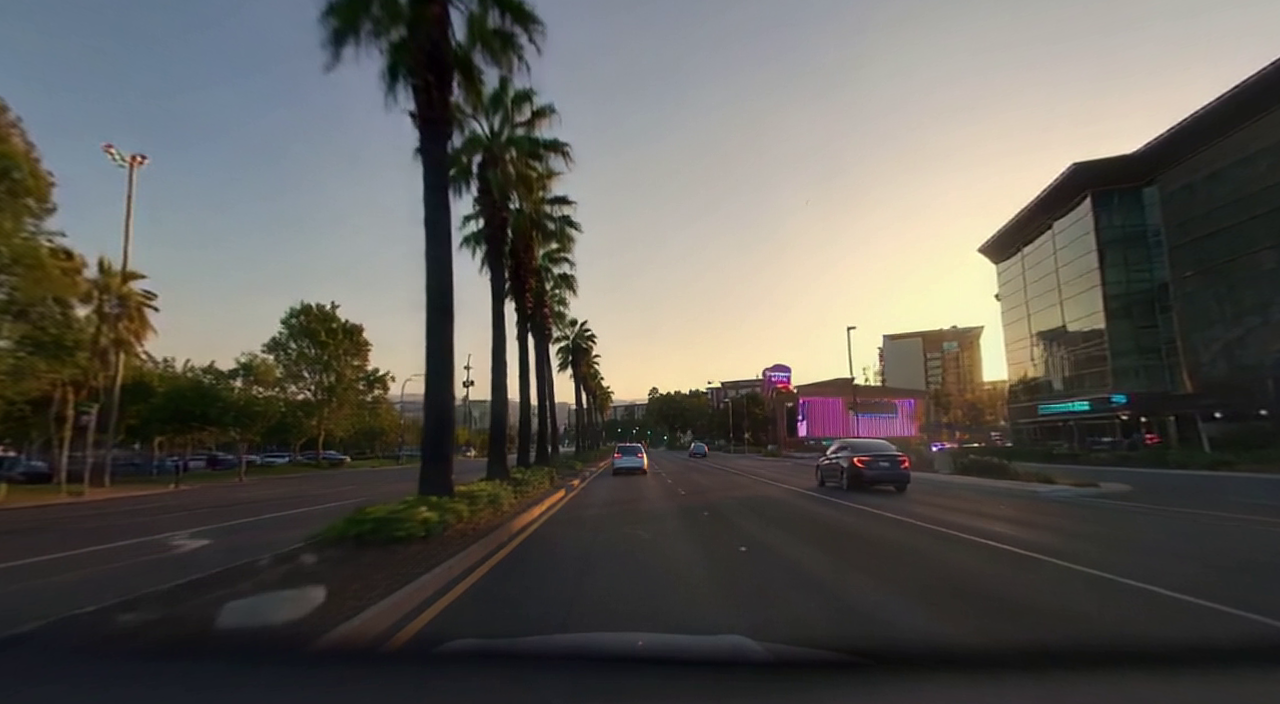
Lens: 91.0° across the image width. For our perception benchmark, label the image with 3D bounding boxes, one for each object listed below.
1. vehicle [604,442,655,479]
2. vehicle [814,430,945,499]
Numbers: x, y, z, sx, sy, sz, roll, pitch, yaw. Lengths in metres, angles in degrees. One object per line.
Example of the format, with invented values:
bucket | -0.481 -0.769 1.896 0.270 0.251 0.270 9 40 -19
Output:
vehicle | -0.421 4.423 25.910 1.970 1.402 3.756 0 -8 -1
vehicle | 6.380 3.021 17.325 1.949 1.647 3.894 0 -8 -2
